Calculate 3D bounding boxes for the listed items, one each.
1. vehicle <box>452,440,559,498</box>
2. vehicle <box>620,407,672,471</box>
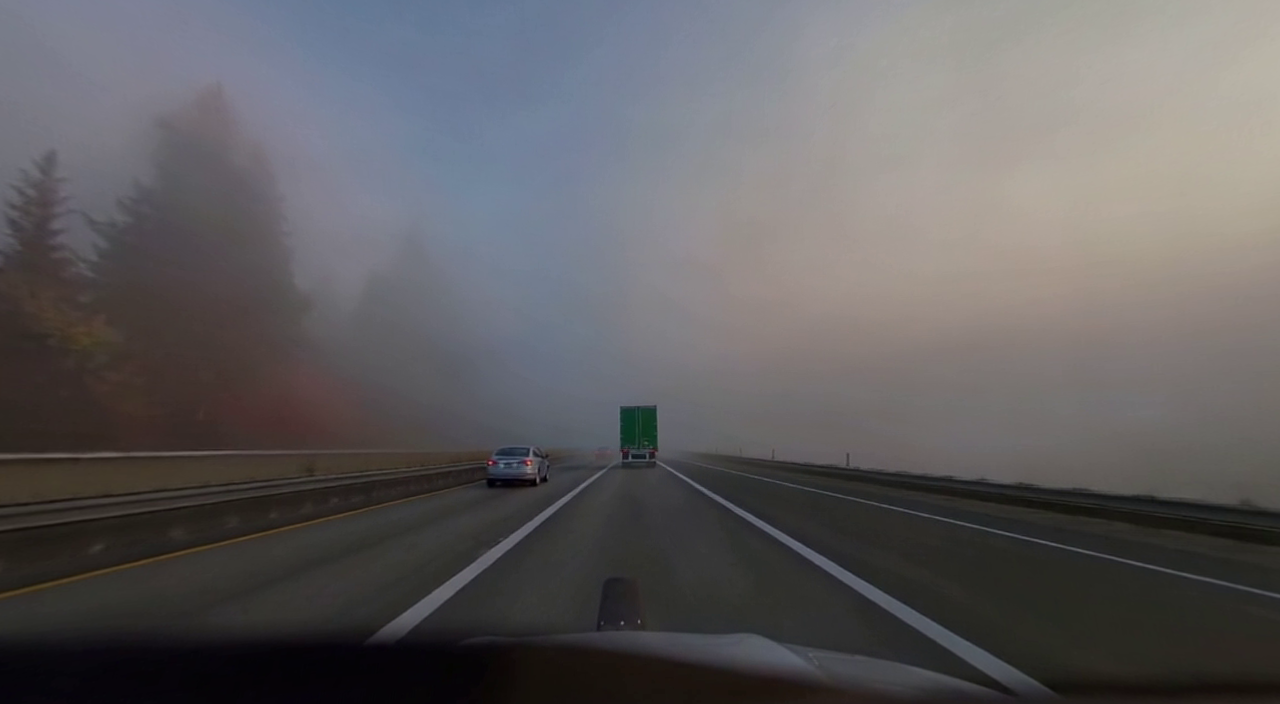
[{"bbox_3d":[-3.907,3.501,19.334,2.114,1.523,5.110,0,-9,0],"label":"vehicle"},{"bbox_3d":[0.210,5.705,40.680,2.893,3.628,9.081,0,-9,-2],"label":"vehicle"}]
